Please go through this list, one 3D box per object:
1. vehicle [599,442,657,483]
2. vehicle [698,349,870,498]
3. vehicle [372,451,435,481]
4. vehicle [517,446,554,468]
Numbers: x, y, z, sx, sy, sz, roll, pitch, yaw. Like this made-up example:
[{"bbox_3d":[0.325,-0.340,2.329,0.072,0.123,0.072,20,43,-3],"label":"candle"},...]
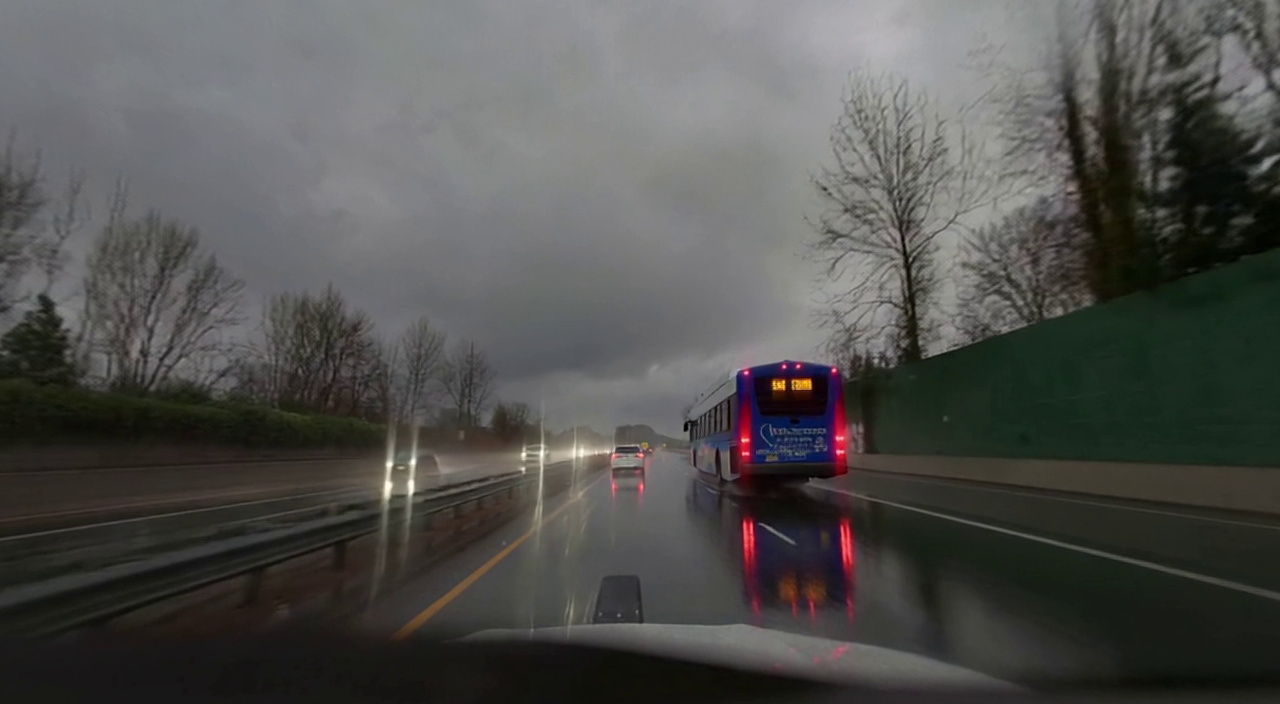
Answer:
[{"bbox_3d":[-0.417,4.491,25.692,2.160,1.532,4.073,-1,-9,1],"label":"vehicle"},{"bbox_3d":[3.947,2.636,21.073,3.055,3.479,12.521,-1,-9,1],"label":"vehicle"},{"bbox_3d":[-12.721,6.125,33.927,1.813,1.456,3.830,-1,-9,1],"label":"vehicle"},{"bbox_3d":[-8.137,8.260,49.332,2.064,1.648,4.371,-1,-9,2],"label":"vehicle"}]
